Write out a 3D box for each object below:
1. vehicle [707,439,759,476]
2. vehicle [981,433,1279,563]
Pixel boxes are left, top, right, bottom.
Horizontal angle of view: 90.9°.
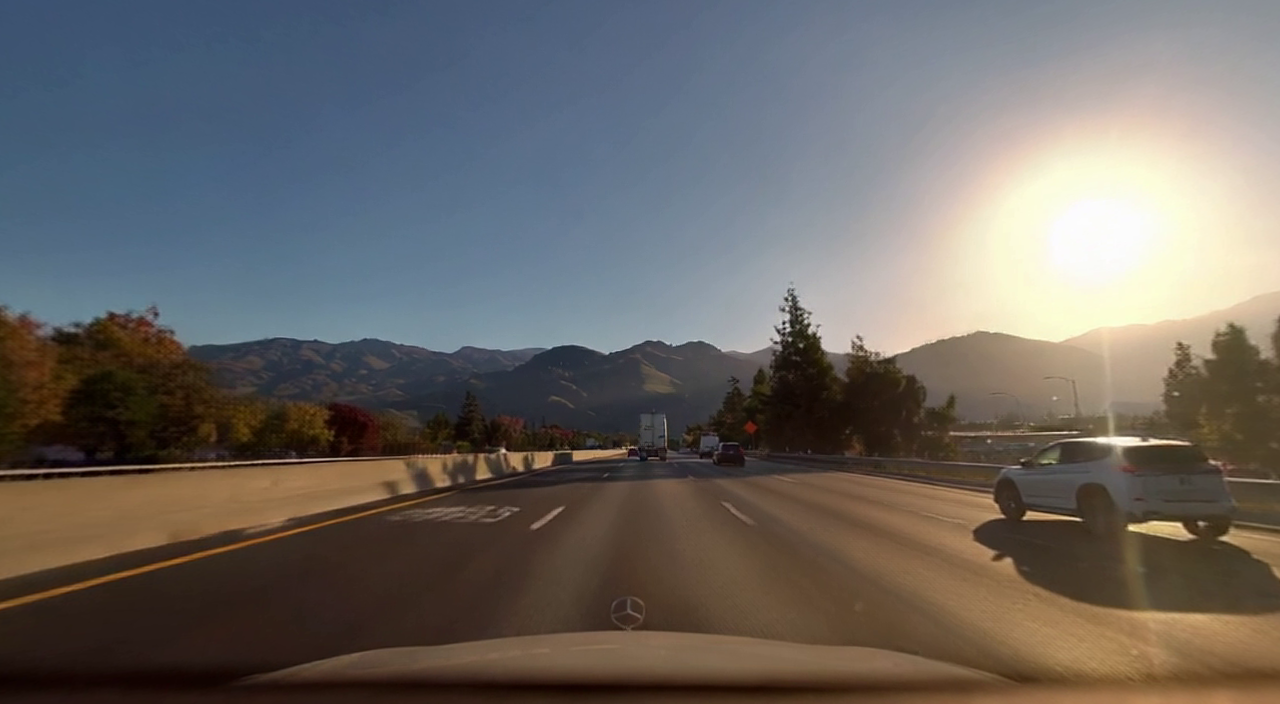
[{"bbox_3d":[4.310,4.940,29.750,1.880,1.624,3.941,0,-8,0],"label":"vehicle"},{"bbox_3d":[7.160,1.961,9.242,1.982,1.440,4.171,0,-8,0],"label":"vehicle"}]
